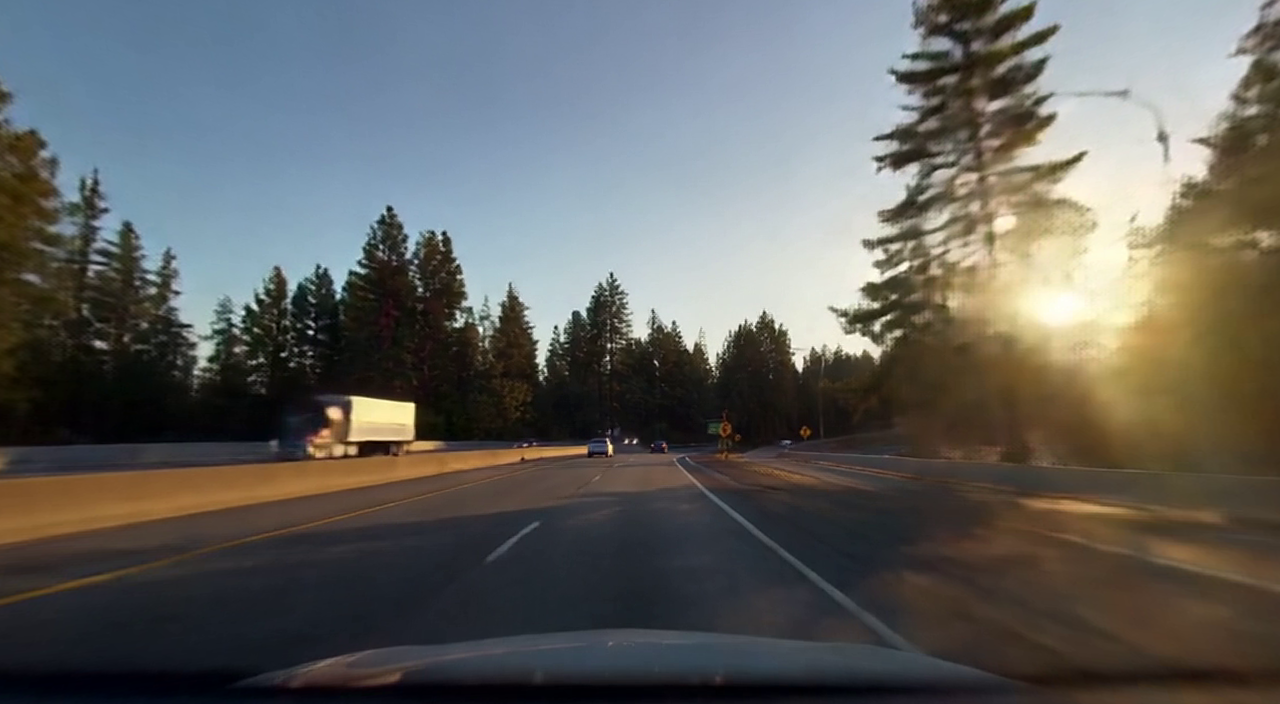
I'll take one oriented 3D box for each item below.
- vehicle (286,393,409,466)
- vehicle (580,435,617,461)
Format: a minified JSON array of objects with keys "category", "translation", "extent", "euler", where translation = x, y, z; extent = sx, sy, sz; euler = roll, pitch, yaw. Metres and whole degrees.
[{"category":"vehicle","translation":[-17.573,4.839,38.825],"extent":[2.951,3.934,8.914],"euler":[-1,-8,2]},{"category":"vehicle","translation":[-2.983,6.972,45.921],"extent":[2.129,1.742,4.217],"euler":[-1,-8,4]}]
